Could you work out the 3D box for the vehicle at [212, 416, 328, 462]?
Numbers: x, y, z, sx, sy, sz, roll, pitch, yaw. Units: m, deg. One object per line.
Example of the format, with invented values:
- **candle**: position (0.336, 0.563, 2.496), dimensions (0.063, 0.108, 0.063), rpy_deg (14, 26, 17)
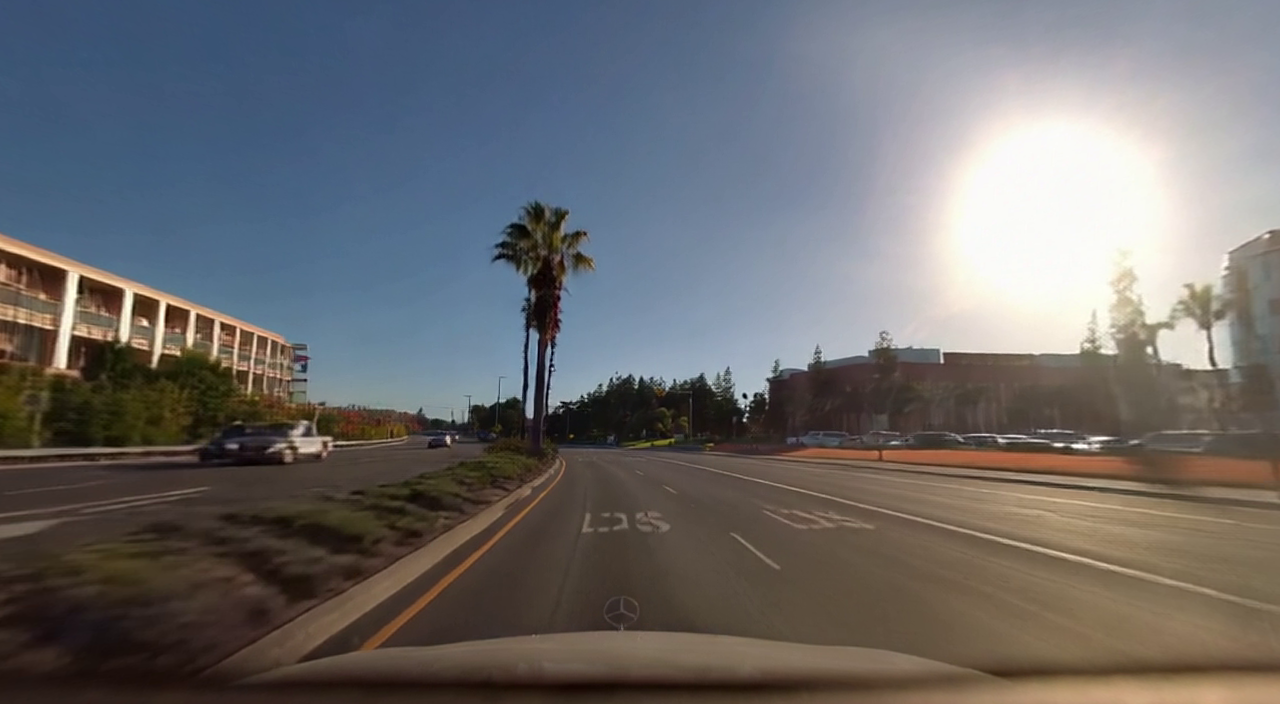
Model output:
- **vehicle**: position (-14.455, 3.462, 25.043), dimensions (2.012, 1.633, 4.505), rpy_deg (0, -8, -3)
